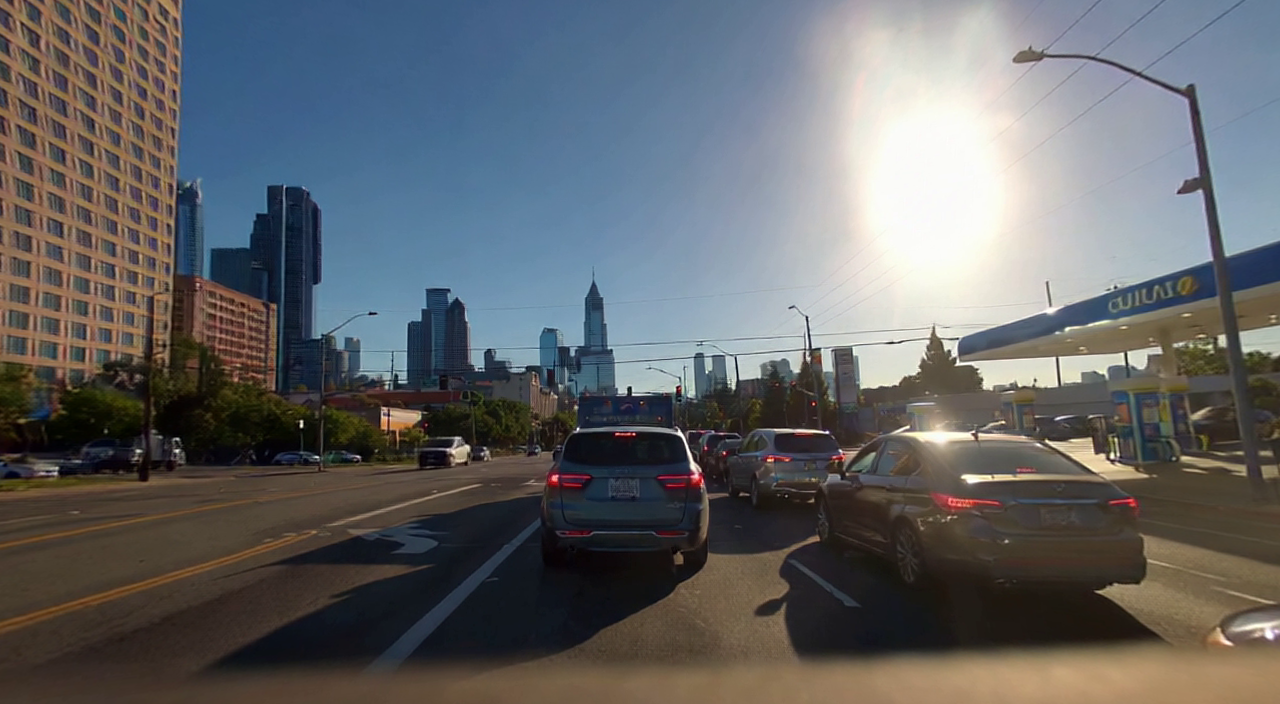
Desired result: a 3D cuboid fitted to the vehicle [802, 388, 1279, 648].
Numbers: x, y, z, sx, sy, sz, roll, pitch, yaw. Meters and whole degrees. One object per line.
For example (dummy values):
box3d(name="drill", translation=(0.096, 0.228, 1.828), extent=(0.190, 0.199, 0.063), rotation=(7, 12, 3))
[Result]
box3d(name="vehicle", translation=(3.369, 1.424, 6.470), extent=(2.056, 1.700, 4.399), rotation=(0, -9, -3))

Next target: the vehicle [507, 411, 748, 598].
box3d(name="vehicle", translation=(-0.148, 1.616, 7.466), extent=(2.106, 1.613, 3.697), rotation=(0, -9, -1))

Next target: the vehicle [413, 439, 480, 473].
box3d(name="vehicle", translation=(-10.971, 5.942, 36.203), extent=(2.190, 1.778, 5.033), rotation=(-1, -9, 1))

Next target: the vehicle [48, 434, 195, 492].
box3d(name="vehicle", translation=(-26.949, 5.778, 33.294), extent=(2.571, 2.711, 6.027), rotation=(0, -9, 0))
